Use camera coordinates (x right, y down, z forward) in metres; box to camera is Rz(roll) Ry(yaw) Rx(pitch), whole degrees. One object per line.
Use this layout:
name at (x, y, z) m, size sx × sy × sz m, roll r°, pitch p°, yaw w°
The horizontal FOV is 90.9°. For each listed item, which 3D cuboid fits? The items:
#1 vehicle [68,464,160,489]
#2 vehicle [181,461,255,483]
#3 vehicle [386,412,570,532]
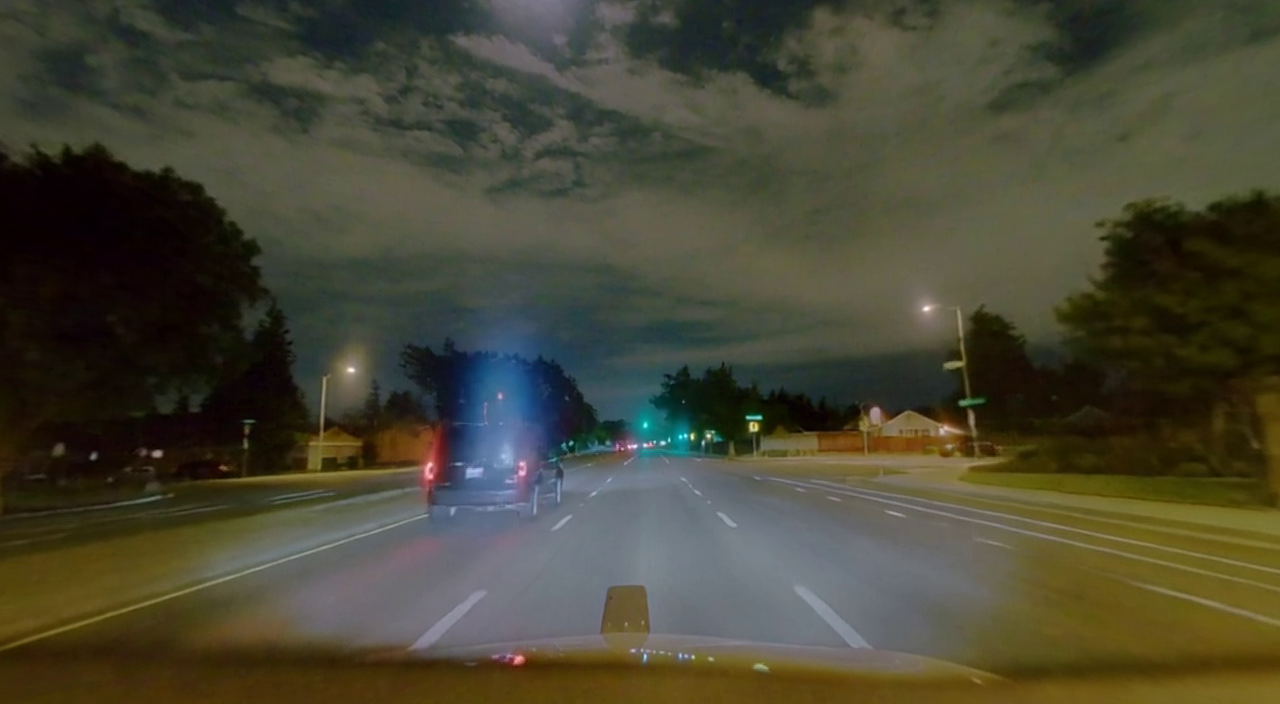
vehicle at (-36.580, 8.638, 43.978) m, size 4.757 × 1.473 × 1.837 m, roll 6°, pitch -11°, yaw -37°
vehicle at (-31.924, 9.069, 47.724) m, size 4.500 × 1.475 × 1.842 m, roll 6°, pitch -10°, yaw -35°
vehicle at (-2.796, 2.218, 12.264) m, size 2.179 × 1.851 × 4.756 m, roll 0°, pitch -8°, yaw 2°
